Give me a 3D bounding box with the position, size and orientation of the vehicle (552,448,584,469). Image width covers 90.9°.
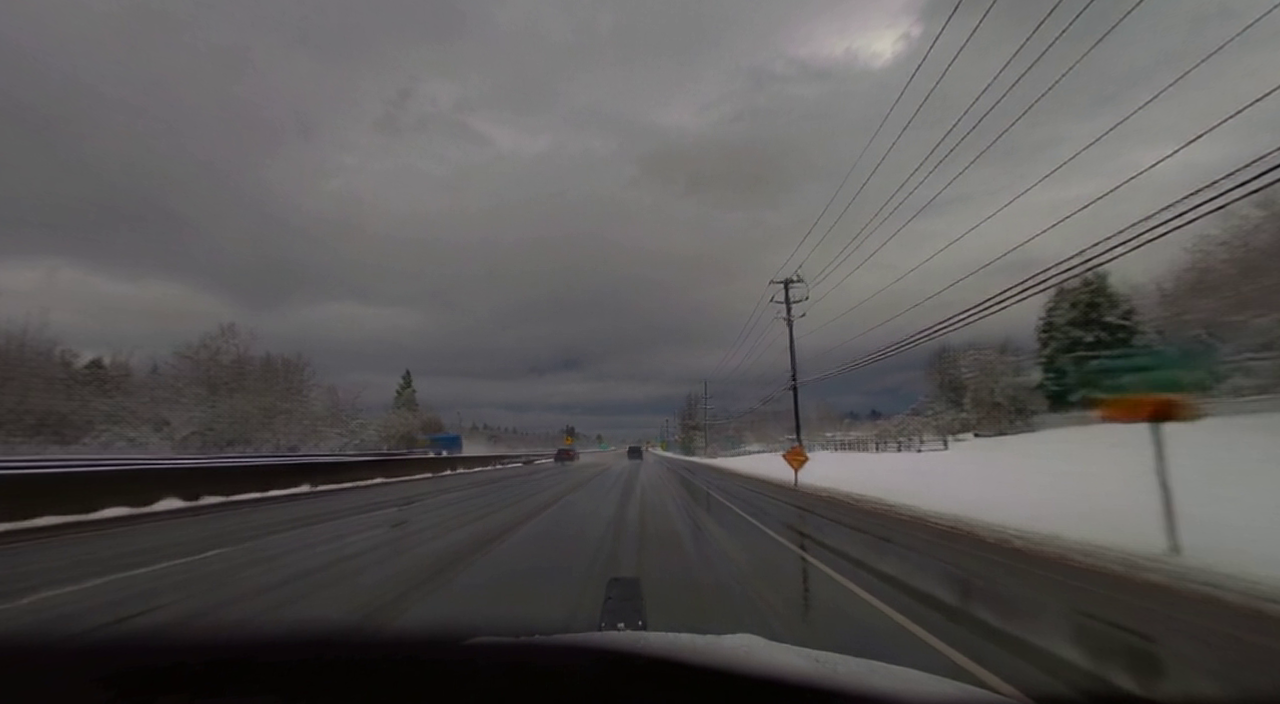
[{"bbox_3d":[-5.448,8.111,48.215,1.911,1.491,3.624,-1,-9,2],"label":"vehicle"}]
